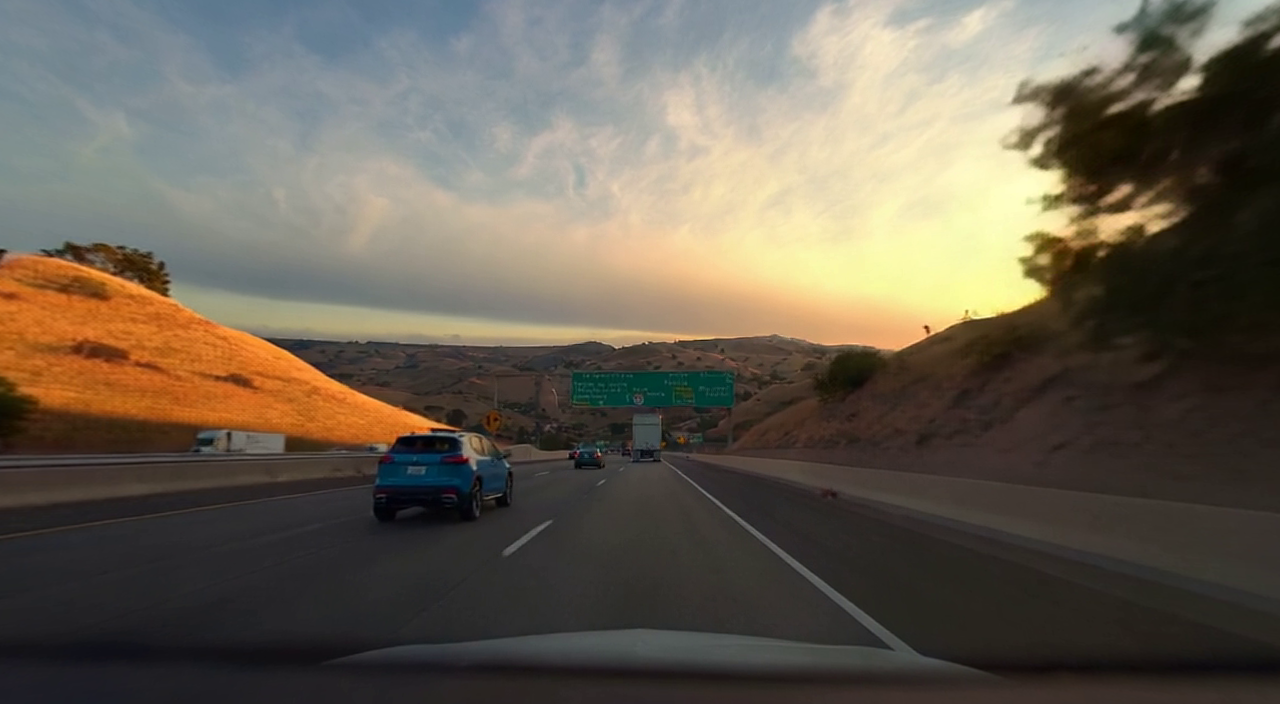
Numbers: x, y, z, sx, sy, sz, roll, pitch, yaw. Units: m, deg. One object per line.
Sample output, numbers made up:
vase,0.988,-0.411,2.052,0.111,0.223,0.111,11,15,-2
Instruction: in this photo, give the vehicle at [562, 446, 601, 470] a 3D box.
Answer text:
vehicle,-3.811,6.969,41.624,2.101,1.476,4.471,1,-9,1

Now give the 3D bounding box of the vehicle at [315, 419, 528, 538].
vehicle,-3.682,2.237,11.776,2.194,1.725,4.698,0,-9,1
